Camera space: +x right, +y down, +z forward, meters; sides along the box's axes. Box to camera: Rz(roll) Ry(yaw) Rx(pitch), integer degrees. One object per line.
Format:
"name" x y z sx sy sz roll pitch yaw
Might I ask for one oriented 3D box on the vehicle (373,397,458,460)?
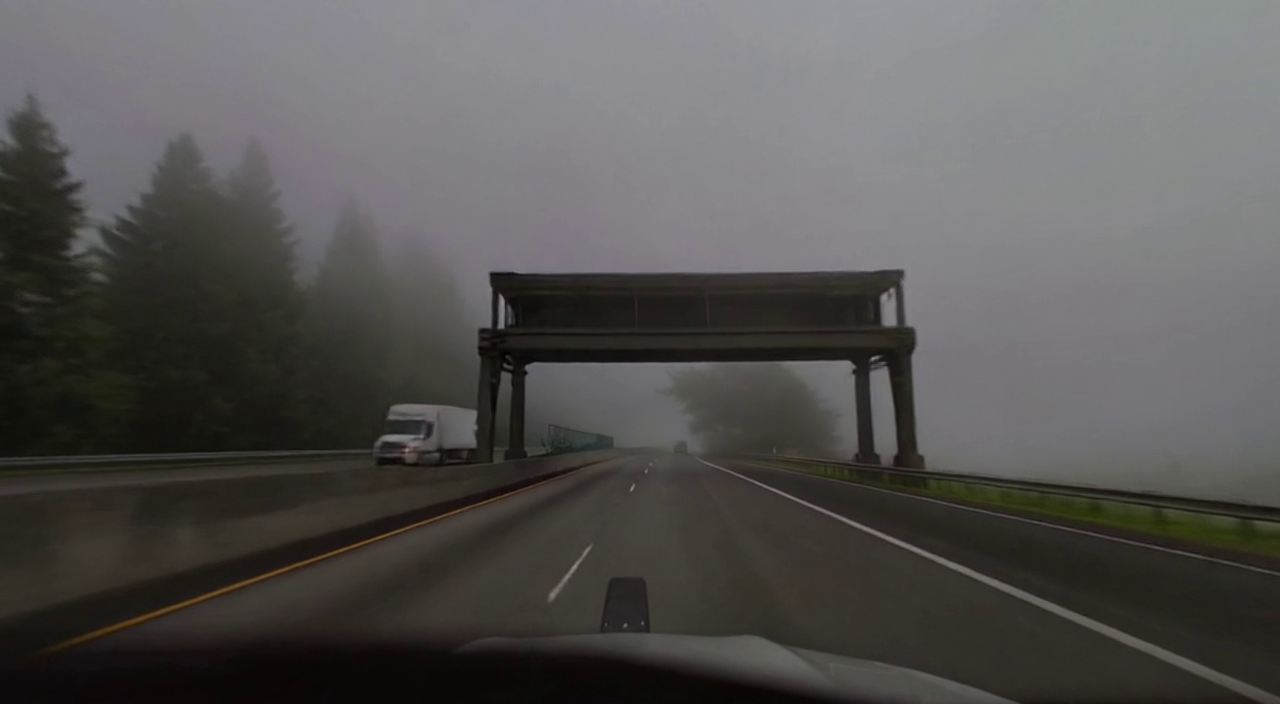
"vehicle" -14.893 5.200 42.262 3.314 3.921 5.842 0 -8 2
